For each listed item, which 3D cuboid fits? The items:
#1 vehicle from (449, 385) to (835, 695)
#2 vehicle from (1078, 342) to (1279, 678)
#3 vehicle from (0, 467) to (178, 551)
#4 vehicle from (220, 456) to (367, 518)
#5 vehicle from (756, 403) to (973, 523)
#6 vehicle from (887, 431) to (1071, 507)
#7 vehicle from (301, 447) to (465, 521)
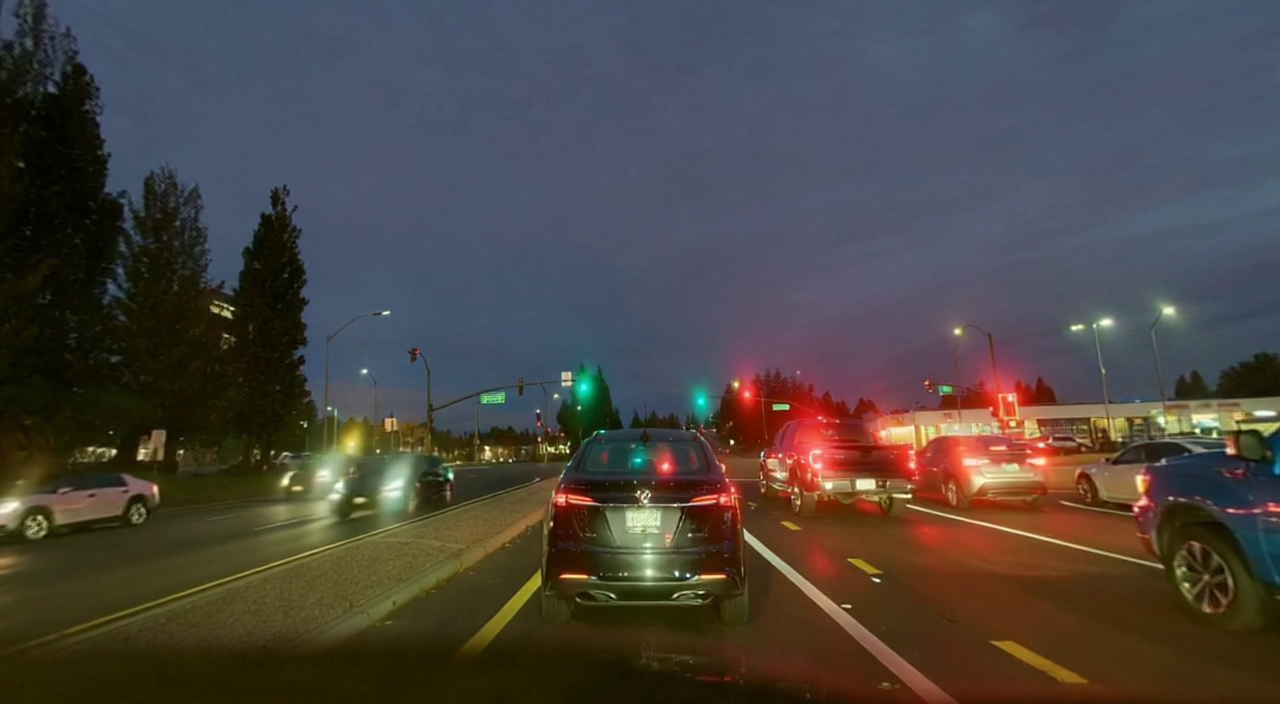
[{"bbox_3d":[-0.022,1.315,5.522,2.116,1.677,3.948,0,-8,-1],"label":"vehicle"},{"bbox_3d":[4.452,0.729,2.586,2.019,1.803,4.634,-1,-8,1],"label":"vehicle"},{"bbox_3d":[-13.828,3.634,15.187,1.935,1.518,4.415,-1,-8,2],"label":"vehicle"},{"bbox_3d":[-9.800,3.807,18.290,1.806,1.473,4.303,0,-8,0],"label":"vehicle"},{"bbox_3d":[4.167,2.209,13.103,2.319,1.930,5.651,0,-8,-1],"label":"vehicle"},{"bbox_3d":[7.594,2.652,14.769,1.856,1.487,4.454,0,-8,0],"label":"vehicle"},{"bbox_3d":[-6.087,3.134,15.641,2.157,1.492,4.411,-2,-8,1],"label":"vehicle"}]
